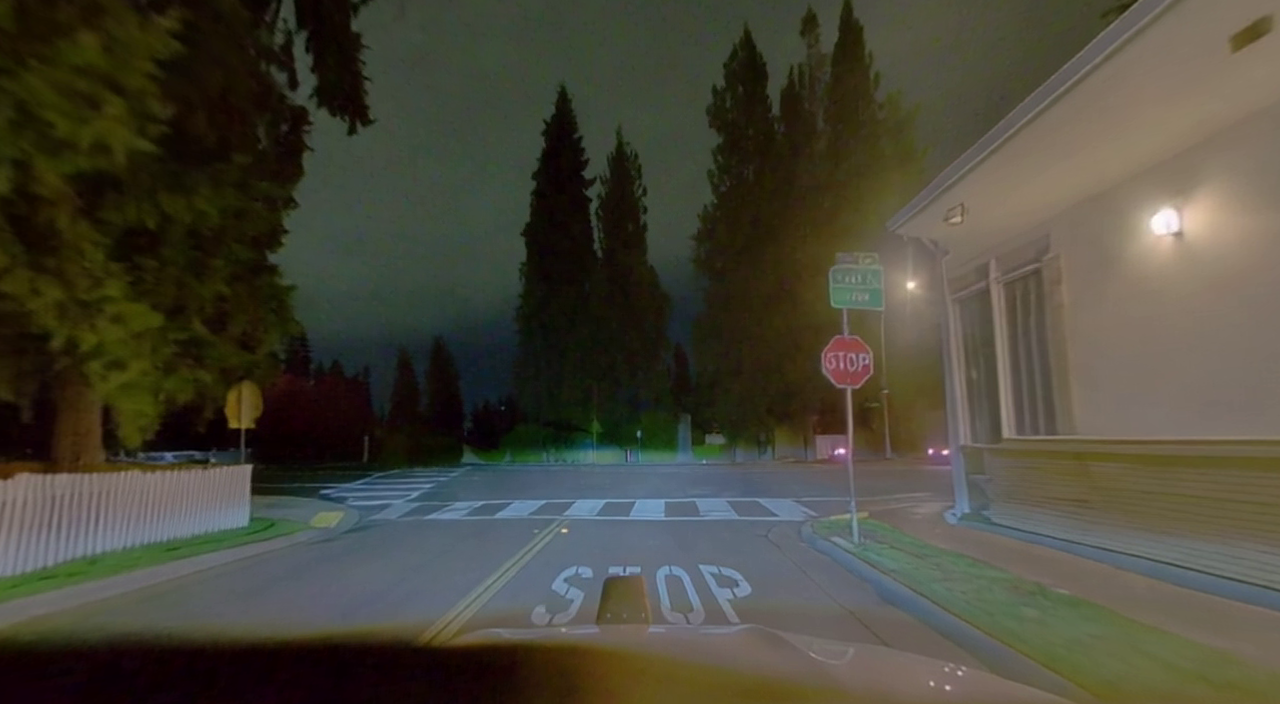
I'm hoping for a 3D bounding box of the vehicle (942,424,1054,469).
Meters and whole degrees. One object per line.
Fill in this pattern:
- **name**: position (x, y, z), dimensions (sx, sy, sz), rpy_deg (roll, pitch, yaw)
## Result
- **vehicle**: position (18.883, 5.028, 33.474), dimensions (2.395, 2.164, 4.475), rpy_deg (5, -10, -27)
